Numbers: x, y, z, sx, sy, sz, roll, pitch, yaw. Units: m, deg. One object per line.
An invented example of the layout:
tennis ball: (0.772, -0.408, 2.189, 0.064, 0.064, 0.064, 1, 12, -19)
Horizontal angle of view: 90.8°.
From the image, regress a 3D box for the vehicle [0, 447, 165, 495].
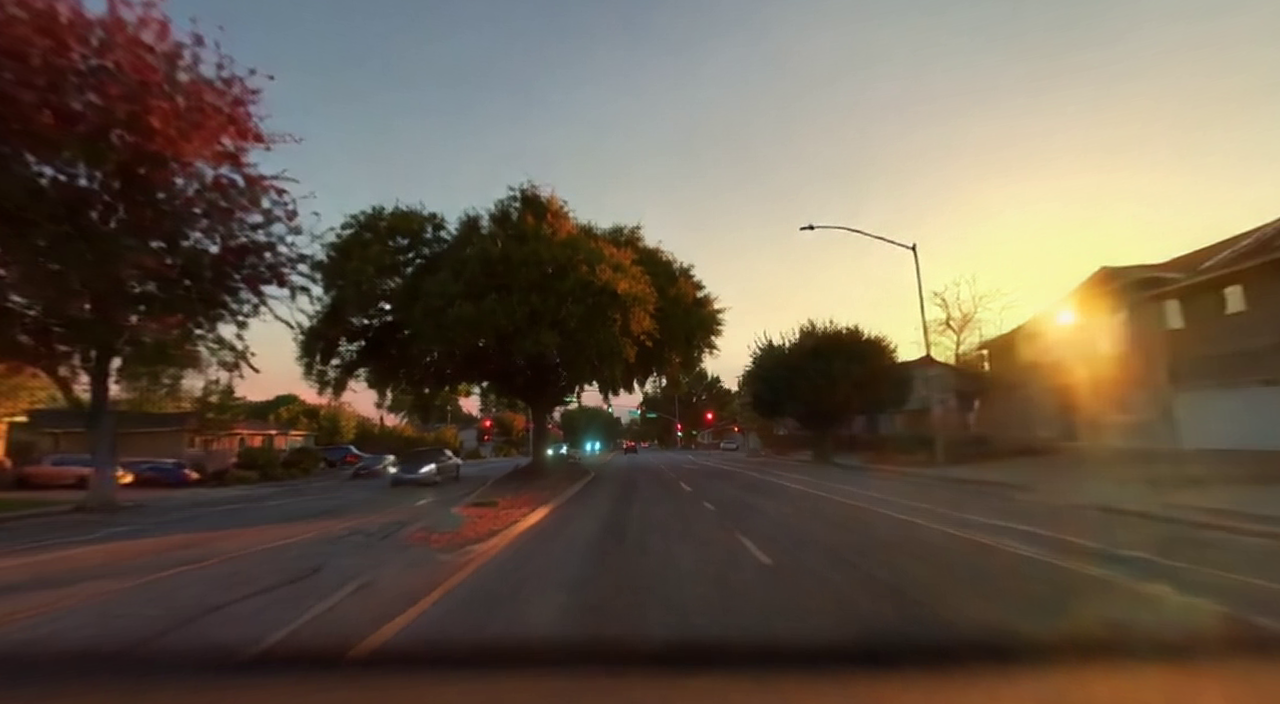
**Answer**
vehicle: (-20.624, 4.361, 23.422, 4.354, 1.676, 1.905, 0, -9, -1)

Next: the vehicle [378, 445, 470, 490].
vehicle: (-7.890, 4.241, 23.570, 1.931, 1.483, 4.246, 0, -9, 0)

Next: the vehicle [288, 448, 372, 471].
vehicle: (-20.369, 7.093, 41.640, 4.464, 1.453, 1.931, 0, -9, -1)

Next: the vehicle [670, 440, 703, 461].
vehicle: (3.501, 7.559, 48.488, 2.133, 1.494, 4.265, 0, -9, -2)
